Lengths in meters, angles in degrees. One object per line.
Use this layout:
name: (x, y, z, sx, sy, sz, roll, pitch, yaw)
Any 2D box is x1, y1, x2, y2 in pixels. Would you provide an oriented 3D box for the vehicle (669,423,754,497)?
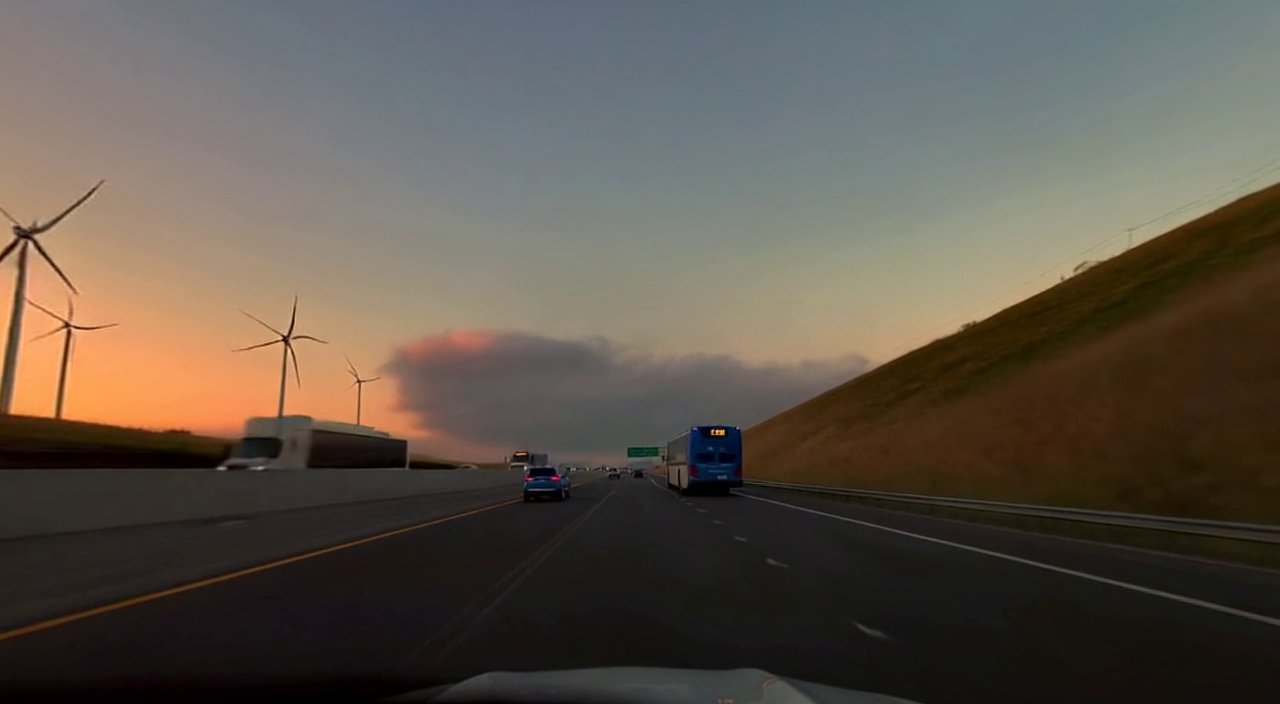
vehicle: (3.819, 6.634, 38.179, 2.941, 3.574, 14.463, 1, -10, -2)

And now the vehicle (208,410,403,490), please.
vehicle: (-19.288, 6.274, 38.817, 3.201, 3.814, 16.570, 1, -10, -1)

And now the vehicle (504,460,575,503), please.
vehicle: (-3.988, 5.230, 25.693, 2.213, 1.568, 4.274, 1, -10, -1)
